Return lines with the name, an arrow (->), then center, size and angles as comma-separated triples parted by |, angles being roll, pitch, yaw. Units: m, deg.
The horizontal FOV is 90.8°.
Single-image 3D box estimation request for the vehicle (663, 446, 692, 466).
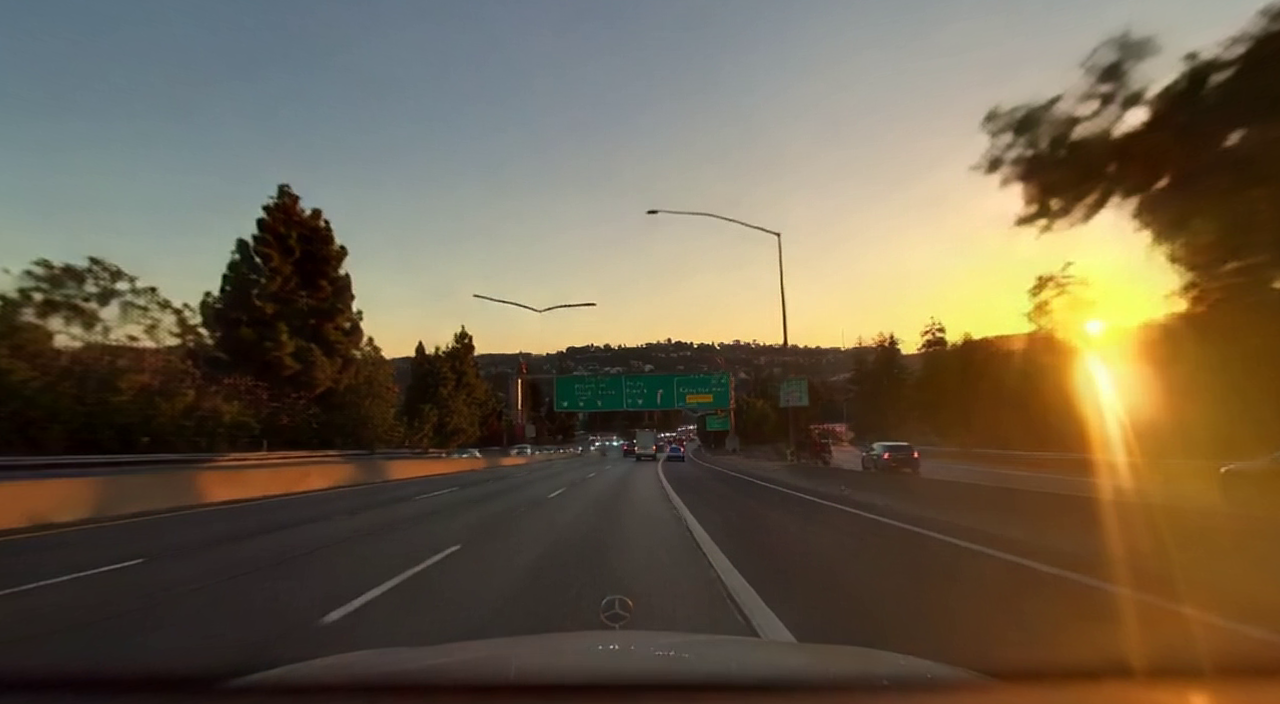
vehicle -> 2.916, 8.169, 49.749 | 2.069, 1.476, 4.197 | 0, -9, 0
